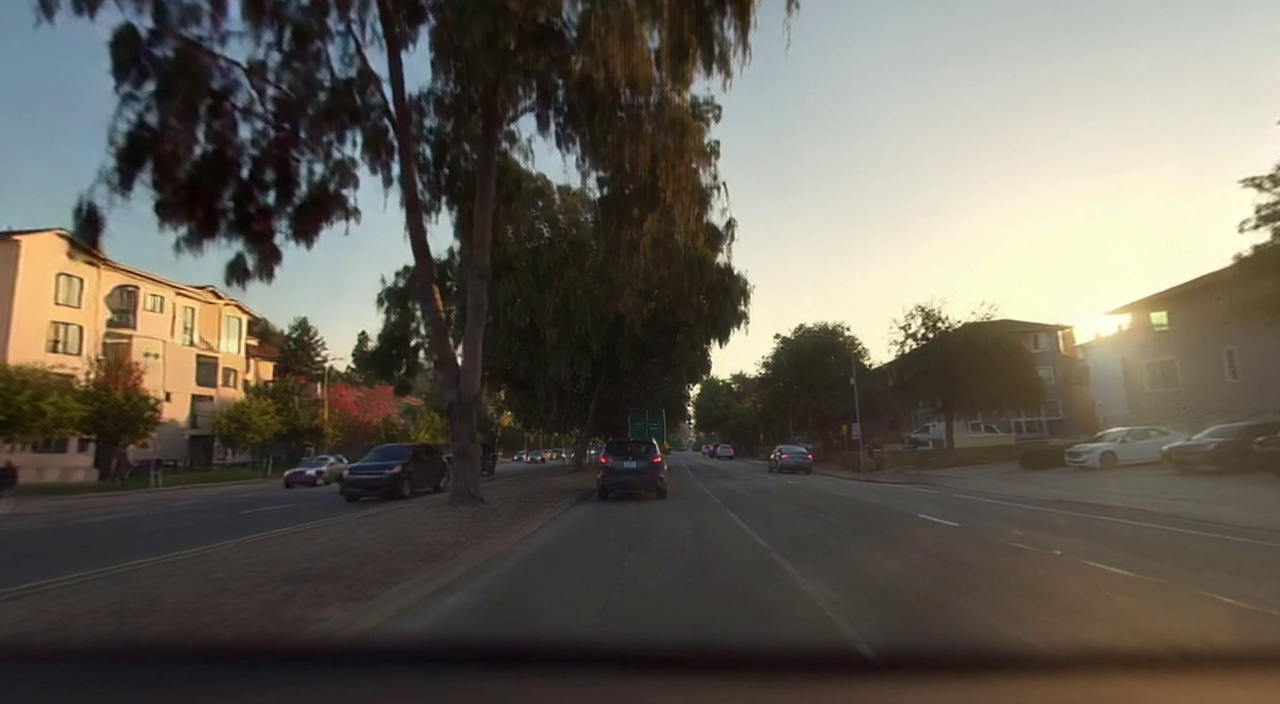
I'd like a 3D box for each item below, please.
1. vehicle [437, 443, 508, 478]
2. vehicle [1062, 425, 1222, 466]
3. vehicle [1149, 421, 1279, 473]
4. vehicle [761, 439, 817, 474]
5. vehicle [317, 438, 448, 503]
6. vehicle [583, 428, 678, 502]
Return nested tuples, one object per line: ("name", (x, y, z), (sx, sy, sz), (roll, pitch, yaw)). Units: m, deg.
("vehicle", (-9.891, 6.454, 37.891), (2.238, 1.906, 6.264), (-1, -8, 3))
("vehicle", (19.317, 3.631, 24.427), (4.474, 1.524, 1.893), (-1, -9, 3))
("vehicle", (18.587, 2.897, 19.223), (4.292, 1.496, 1.984), (0, -9, 1))
("vehicle", (7.677, 5.419, 32.901), (1.971, 1.722, 4.341), (0, -9, 1))
("vehicle", (-7.860, 3.629, 19.848), (2.119, 1.778, 4.760), (0, -9, 0))
("vehicle", (-0.156, 3.149, 17.980), (2.332, 1.798, 4.546), (0, -8, 2))
